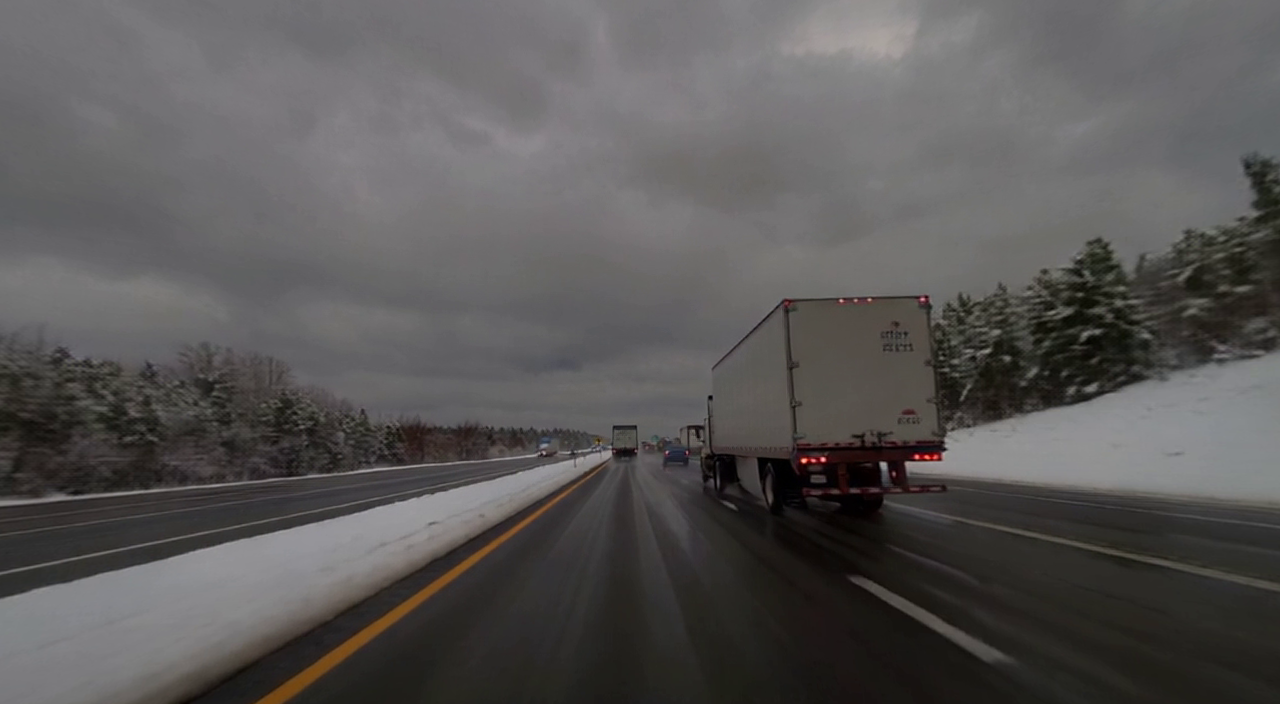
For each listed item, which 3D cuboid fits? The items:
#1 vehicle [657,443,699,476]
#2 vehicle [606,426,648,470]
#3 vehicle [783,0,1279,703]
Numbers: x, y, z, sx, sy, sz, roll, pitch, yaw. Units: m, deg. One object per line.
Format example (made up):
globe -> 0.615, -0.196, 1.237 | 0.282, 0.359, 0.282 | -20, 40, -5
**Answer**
vehicle -> 2.084, 5.717, 33.603 | 2.127, 1.642, 3.899 | -1, -9, 5
vehicle -> -0.780, 6.619, 43.095 | 2.506, 2.743, 6.093 | -1, -9, 2
vehicle -> 3.914, 0.261, 6.343 | 2.816, 4.086, 8.486 | 0, -9, 0
